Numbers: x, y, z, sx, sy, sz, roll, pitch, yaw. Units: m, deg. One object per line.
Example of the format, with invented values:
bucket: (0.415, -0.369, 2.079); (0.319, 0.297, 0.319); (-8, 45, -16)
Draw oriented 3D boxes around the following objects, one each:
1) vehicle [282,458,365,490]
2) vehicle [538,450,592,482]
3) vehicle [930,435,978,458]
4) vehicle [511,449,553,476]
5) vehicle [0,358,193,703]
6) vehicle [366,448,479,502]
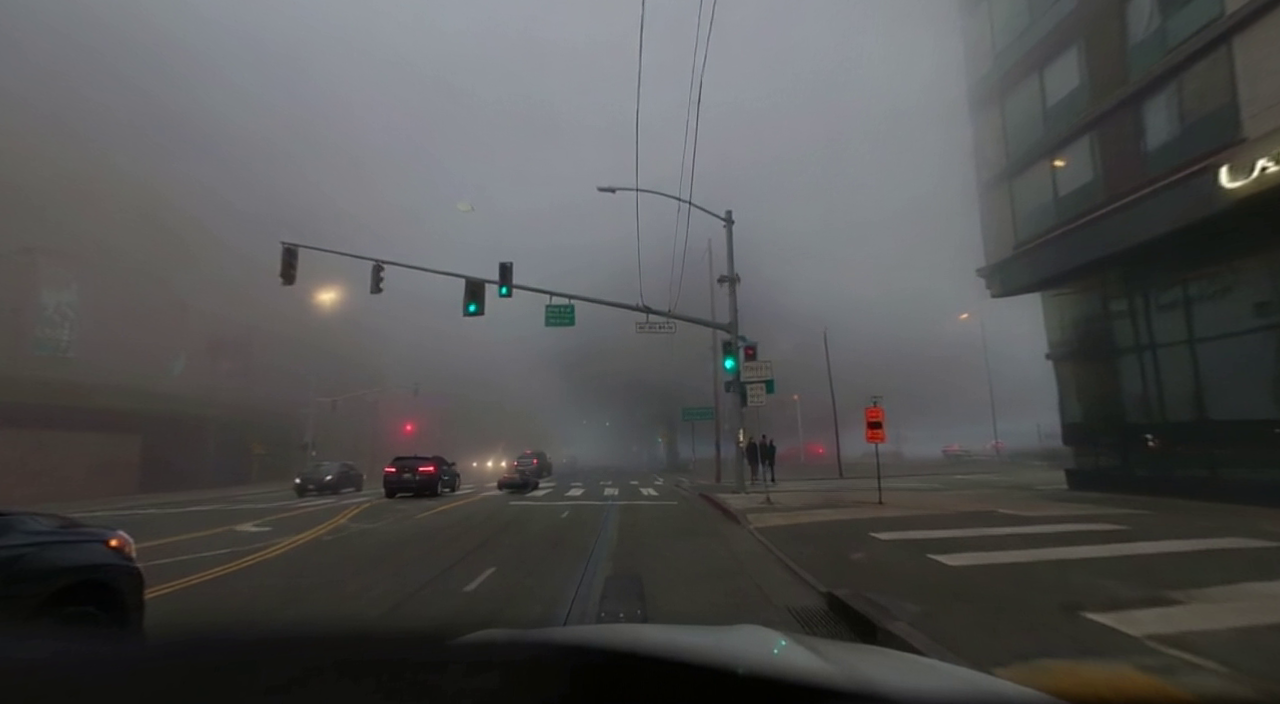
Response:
vehicle: (-16.267, 6.272, 32.680); (2.000, 1.527, 4.786); (1, -9, -3)
vehicle: (-3.708, 5.742, 31.944); (2.147, 1.472, 4.406); (0, -9, 1)
vehicle: (24.451, 7.355, 49.082); (1.690, 1.559, 3.521); (4, -7, -6)
vehicle: (-7.004, 7.245, 41.264); (2.012, 1.664, 3.917); (0, -9, 0)
vehicle: (-3.407, 0.650, 1.013); (2.042, 1.673, 4.516); (0, -9, -1)
vehicle: (-6.711, 3.832, 20.039); (1.960, 1.479, 4.654); (0, -9, 0)
